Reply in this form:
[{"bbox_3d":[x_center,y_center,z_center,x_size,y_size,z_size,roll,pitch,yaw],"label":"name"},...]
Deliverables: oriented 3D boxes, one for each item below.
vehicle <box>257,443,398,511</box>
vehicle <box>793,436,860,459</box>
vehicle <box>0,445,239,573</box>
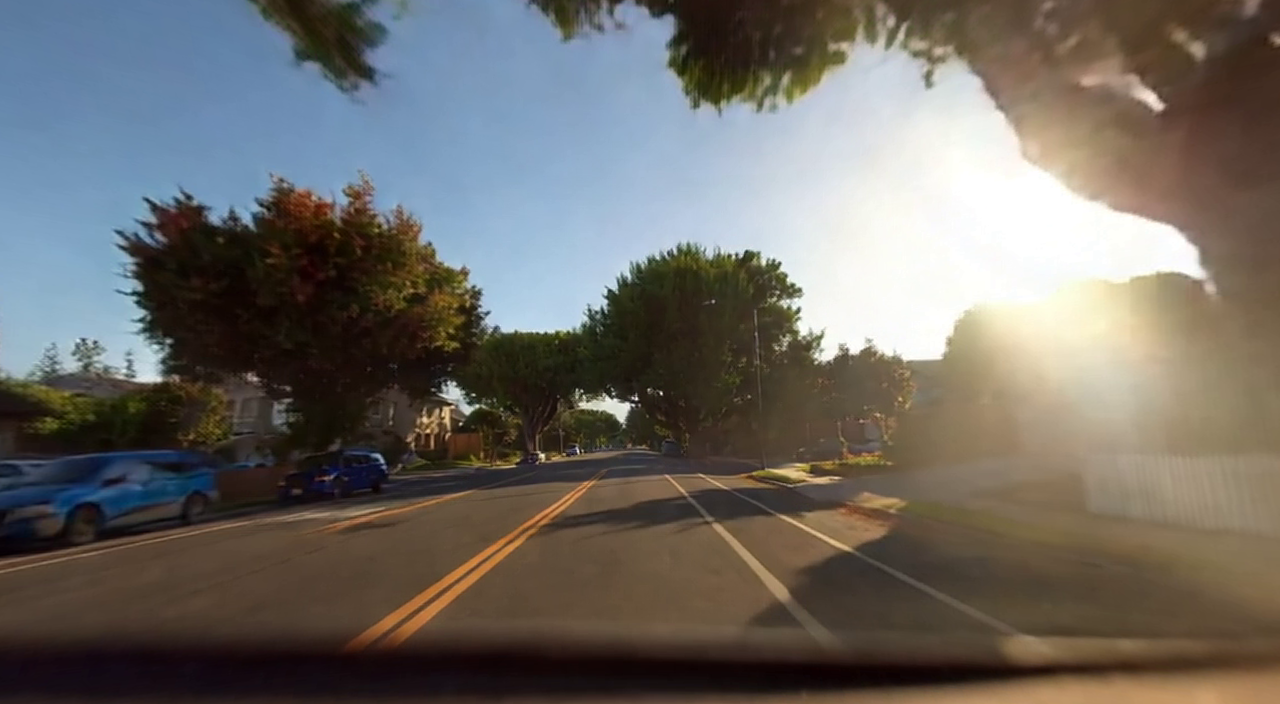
[{"bbox_3d":[-11.119,4.405,23.081,2.241,1.944,5.709,-4,-8,0],"label":"vehicle"},{"bbox_3d":[14.369,7.349,48.849,4.635,1.706,1.954,0,-8,3],"label":"vehicle"},{"bbox_3d":[-11.079,2.945,12.782,2.341,1.835,5.570,-3,-7,0],"label":"vehicle"}]
